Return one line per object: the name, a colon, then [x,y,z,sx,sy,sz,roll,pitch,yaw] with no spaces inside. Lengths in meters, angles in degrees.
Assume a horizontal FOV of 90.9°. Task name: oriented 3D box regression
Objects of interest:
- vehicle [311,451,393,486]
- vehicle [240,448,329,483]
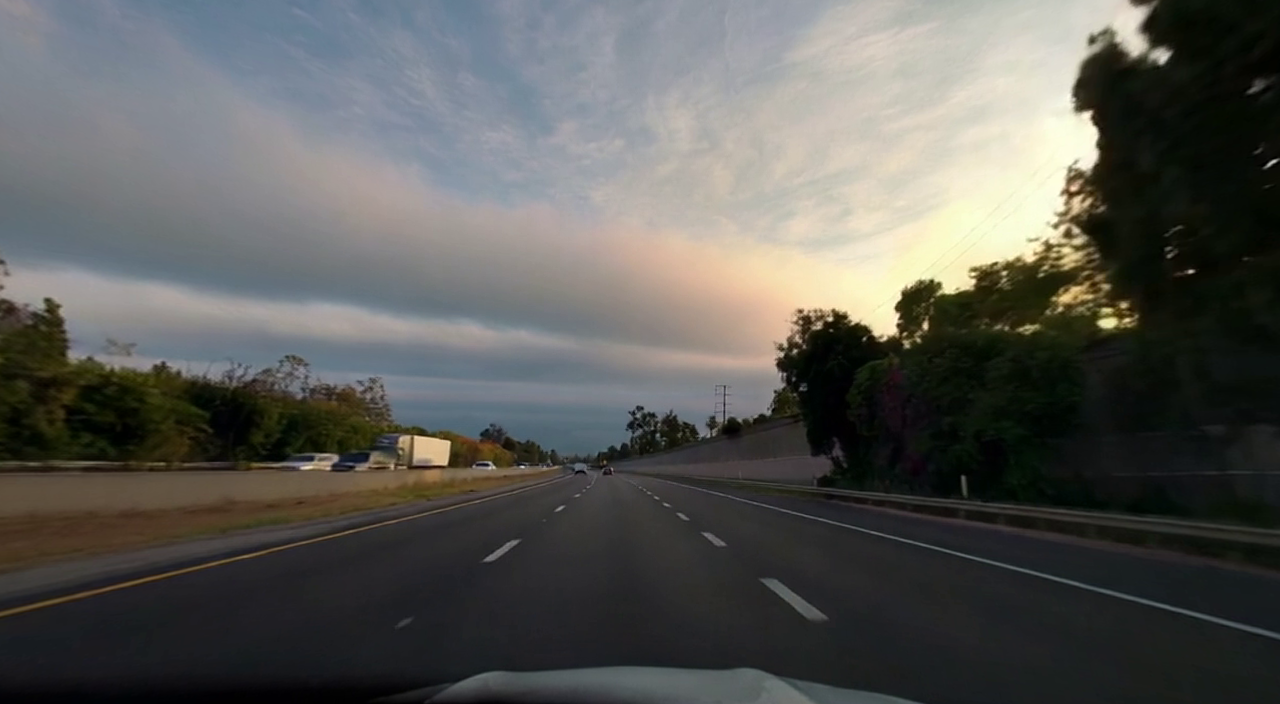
vehicle: [-13.760,5.625,30.482,1.994,1.547,4.451,1,-11,-2]
vehicle: [-17.222,5.553,30.832,1.966,1.551,4.257,1,-10,-2]
